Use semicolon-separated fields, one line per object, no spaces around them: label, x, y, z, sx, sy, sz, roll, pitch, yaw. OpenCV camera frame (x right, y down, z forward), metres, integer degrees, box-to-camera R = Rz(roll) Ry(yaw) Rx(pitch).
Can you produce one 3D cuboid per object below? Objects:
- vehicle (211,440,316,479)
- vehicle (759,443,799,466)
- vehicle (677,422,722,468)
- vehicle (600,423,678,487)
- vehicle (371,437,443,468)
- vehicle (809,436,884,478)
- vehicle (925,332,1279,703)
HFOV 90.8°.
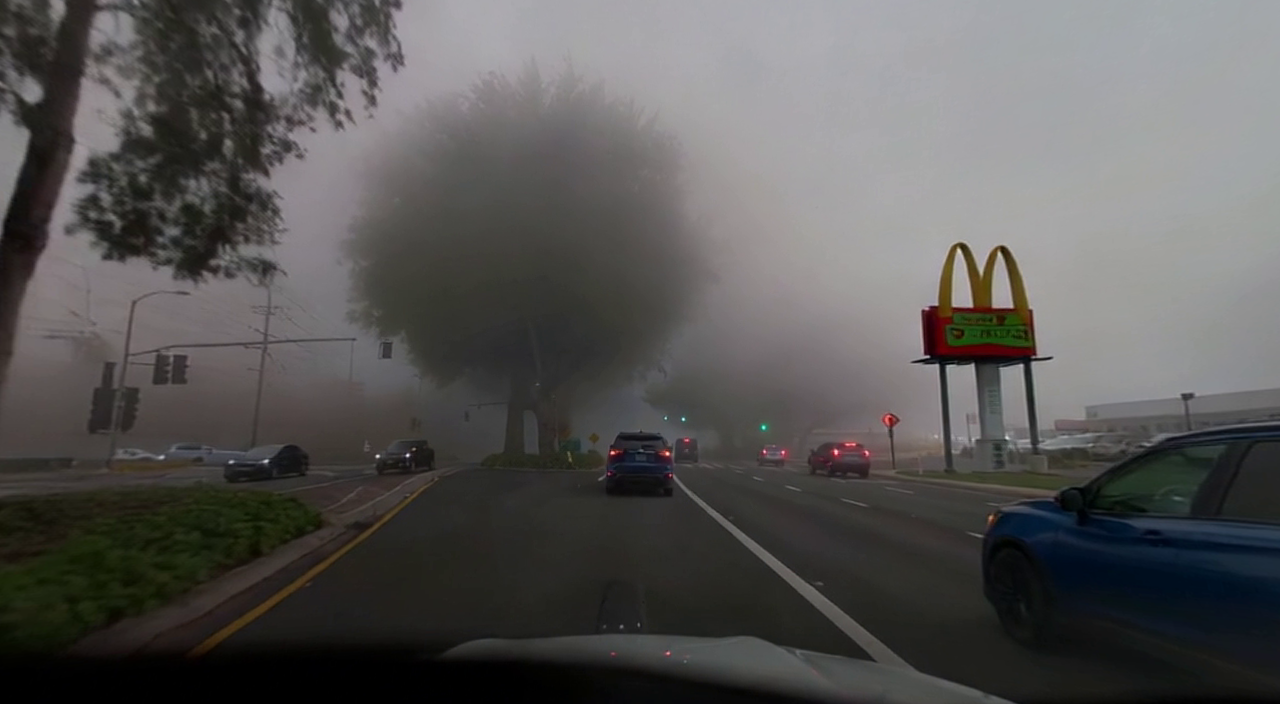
vehicle;-18.752;5.356;31.814;2.050;1.797;4.945;0;-9;2
vehicle;9.692;7.138;44.308;1.879;1.517;4.006;0;-9;0
vehicle;3.583;5.709;39.100;2.239;2.586;4.586;1;-8;-1
vehicle;-0.077;3.487;21.627;2.402;1.938;4.535;0;-9;-1
vehicle;-14.528;6.284;39.678;2.311;1.849;4.889;-1;-9;5
vehicle;9.414;4.822;29.160;1.977;1.786;4.344;0;-8;0
vehicle;3.367;0.874;2.835;2.076;1.716;4.416;0;-9;0
